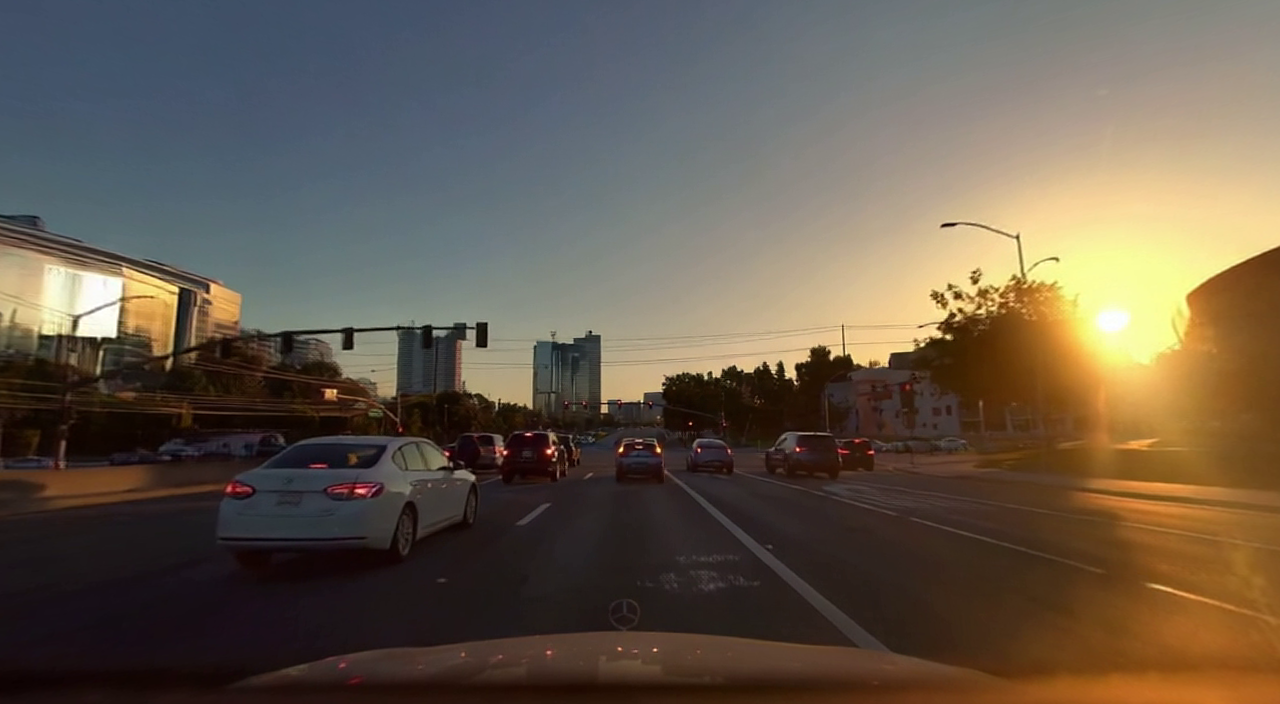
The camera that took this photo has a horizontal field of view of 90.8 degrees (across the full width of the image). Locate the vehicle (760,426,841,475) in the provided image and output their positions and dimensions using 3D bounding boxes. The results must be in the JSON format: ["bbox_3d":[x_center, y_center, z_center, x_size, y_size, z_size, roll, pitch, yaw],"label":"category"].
[{"bbox_3d":[7.147,4.475,28.791,2.156,1.982,5.358,0,-8,-1],"label":"vehicle"}]

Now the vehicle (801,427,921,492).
[{"bbox_3d":[6.402,3.174,18.884,1.945,1.706,4.190,0,-8,-2],"label":"vehicle"}]

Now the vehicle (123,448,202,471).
[{"bbox_3d":[-37.195,8.368,49.277,4.649,1.653,1.885,0,-8,0],"label":"vehicle"}]

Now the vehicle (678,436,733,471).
[{"bbox_3d":[2.990,4.791,29.918,1.987,1.515,4.521,0,-8,-2],"label":"vehicle"}]

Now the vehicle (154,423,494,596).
[{"bbox_3d":[-3.209,1.672,7.617,1.837,1.463,4.311,0,-8,1],"label":"vehicle"}]

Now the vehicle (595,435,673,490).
[{"bbox_3d":[-0.175,3.263,18.970,2.098,1.431,3.958,0,-8,-1],"label":"vehicle"}]

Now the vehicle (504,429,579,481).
[{"bbox_3d":[-3.453,3.711,23.013,2.033,1.714,4.278,0,-8,0],"label":"vehicle"}]
